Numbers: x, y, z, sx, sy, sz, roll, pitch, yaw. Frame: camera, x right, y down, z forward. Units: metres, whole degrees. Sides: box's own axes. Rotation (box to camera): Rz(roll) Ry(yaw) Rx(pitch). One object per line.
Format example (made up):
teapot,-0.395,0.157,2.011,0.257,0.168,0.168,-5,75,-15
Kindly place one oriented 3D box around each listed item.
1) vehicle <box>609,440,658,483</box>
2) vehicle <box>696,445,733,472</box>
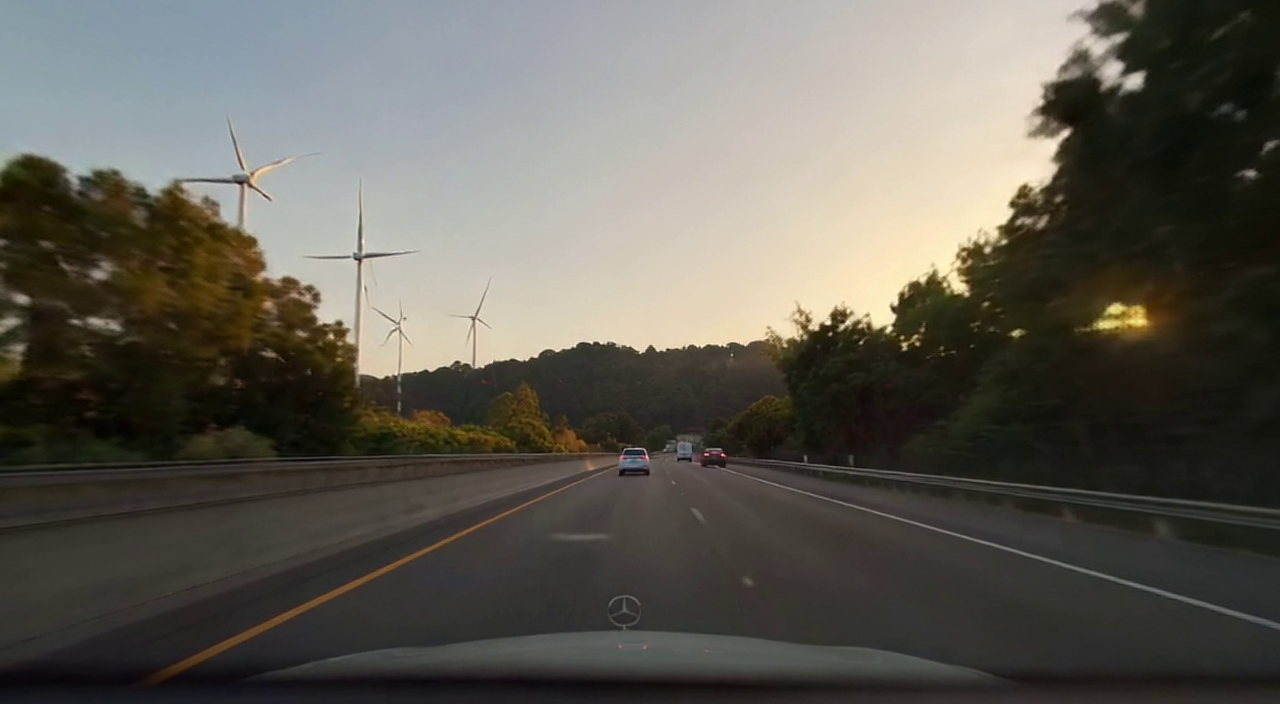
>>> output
vehicle,-0.227,4.869,28.212,2.038,1.723,4.150,0,-9,1
vehicle,4.986,7.185,42.579,2.040,1.721,4.507,0,-9,1
